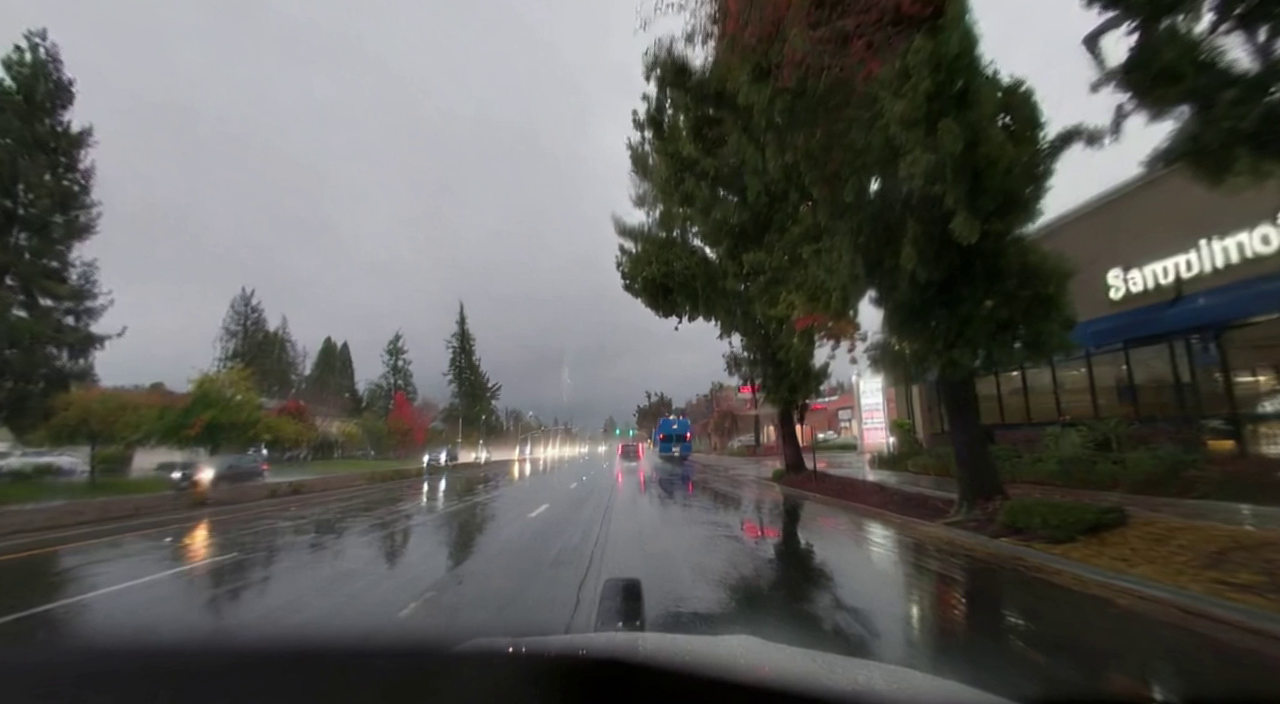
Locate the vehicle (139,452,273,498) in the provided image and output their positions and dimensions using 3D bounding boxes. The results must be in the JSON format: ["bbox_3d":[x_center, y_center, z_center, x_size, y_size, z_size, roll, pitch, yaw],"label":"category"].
[{"bbox_3d":[-15.499,4.368,22.895,1.811,1.467,4.324,0,-9,-1],"label":"vehicle"}]

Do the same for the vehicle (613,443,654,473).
[{"bbox_3d":[-0.425,5.750,34.570,2.103,1.506,4.742,0,-9,-3],"label":"vehicle"}]

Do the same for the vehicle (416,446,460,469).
[{"bbox_3d":[-15.817,8.298,49.784,2.041,1.685,4.571,0,-9,-1],"label":"vehicle"}]
